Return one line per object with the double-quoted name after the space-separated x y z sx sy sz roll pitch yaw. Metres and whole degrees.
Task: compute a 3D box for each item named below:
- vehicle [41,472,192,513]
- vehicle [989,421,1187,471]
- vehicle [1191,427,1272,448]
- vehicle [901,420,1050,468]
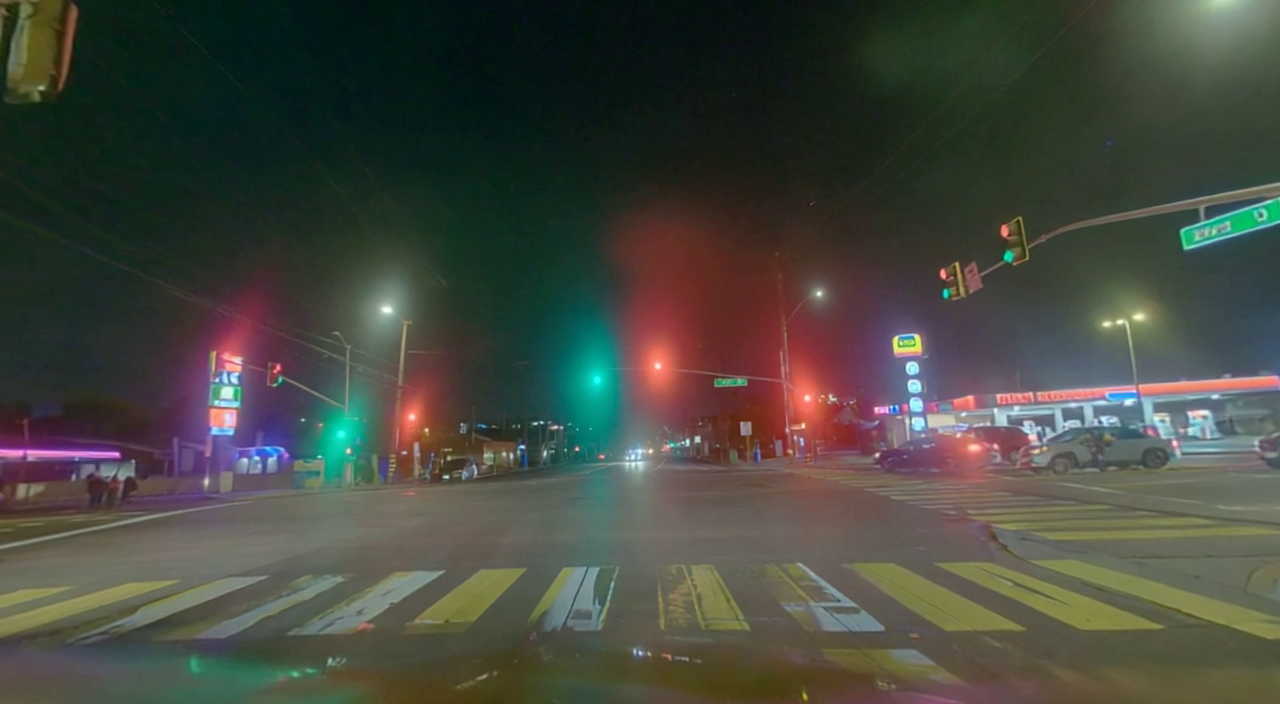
-21.164 5.672 25.644 4.676 1.463 1.909 -1 -8 6 "vehicle"
14.356 3.086 20.633 4.835 1.487 1.913 -3 -9 20 "vehicle"
42.045 6.065 44.900 4.347 1.446 1.777 1 -9 -9 "vehicle"
13.020 3.644 24.943 4.916 1.730 1.986 -4 -9 21 "vehicle"
